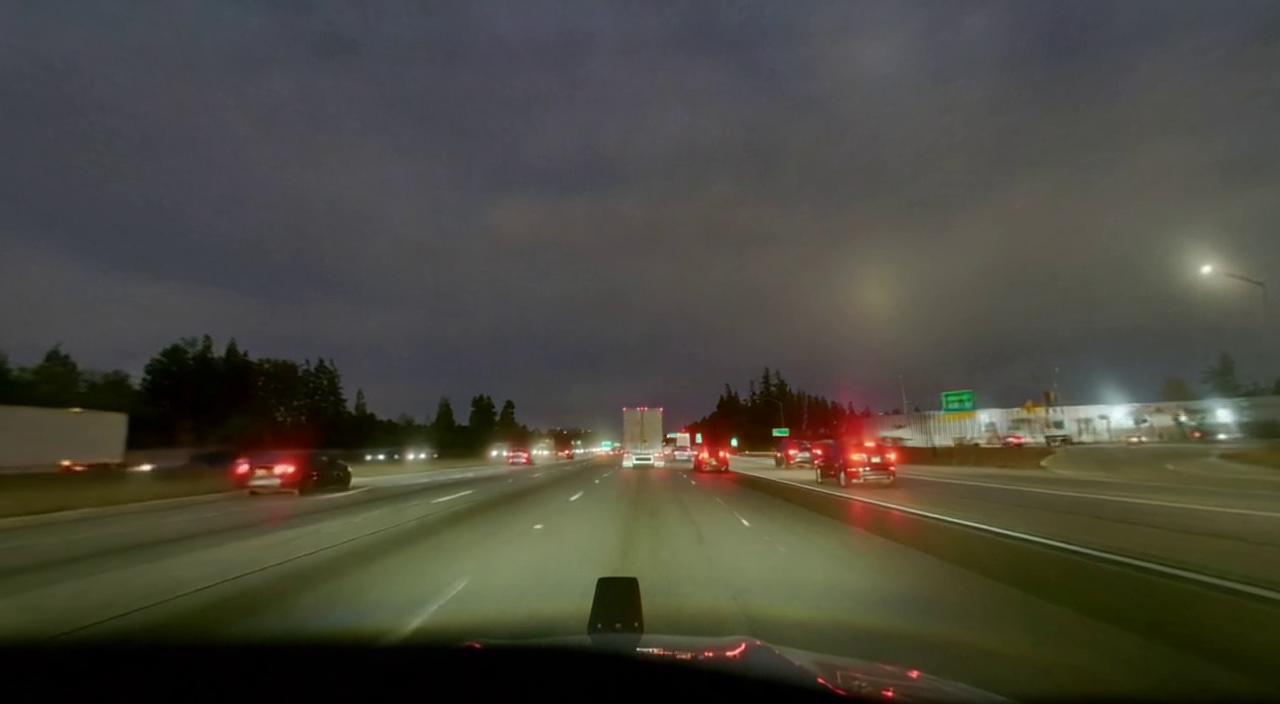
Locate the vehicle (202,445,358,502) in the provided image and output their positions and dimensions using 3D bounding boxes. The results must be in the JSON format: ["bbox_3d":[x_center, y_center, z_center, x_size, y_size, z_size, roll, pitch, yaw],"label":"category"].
[{"bbox_3d":[-10.740,3.629,19.276,2.015,1.521,4.550,0,-9,1],"label":"vehicle"}]

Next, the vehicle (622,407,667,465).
[{"bbox_3d":[0.488,6.478,47.944,3.012,3.928,10.262,0,-9,2],"label":"vehicle"}]

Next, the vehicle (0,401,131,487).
[{"bbox_3d":[-31.314,4.157,28.389,3.013,3.963,16.399,0,-9,0],"label":"vehicle"}]

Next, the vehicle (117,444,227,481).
[{"bbox_3d":[-23.907,5.612,32.413,2.112,1.750,4.489,0,-9,1],"label":"vehicle"}]

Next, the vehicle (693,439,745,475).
[{"bbox_3d":[4.035,5.454,32.904,2.107,1.707,4.445,0,-9,0],"label":"vehicle"}]
